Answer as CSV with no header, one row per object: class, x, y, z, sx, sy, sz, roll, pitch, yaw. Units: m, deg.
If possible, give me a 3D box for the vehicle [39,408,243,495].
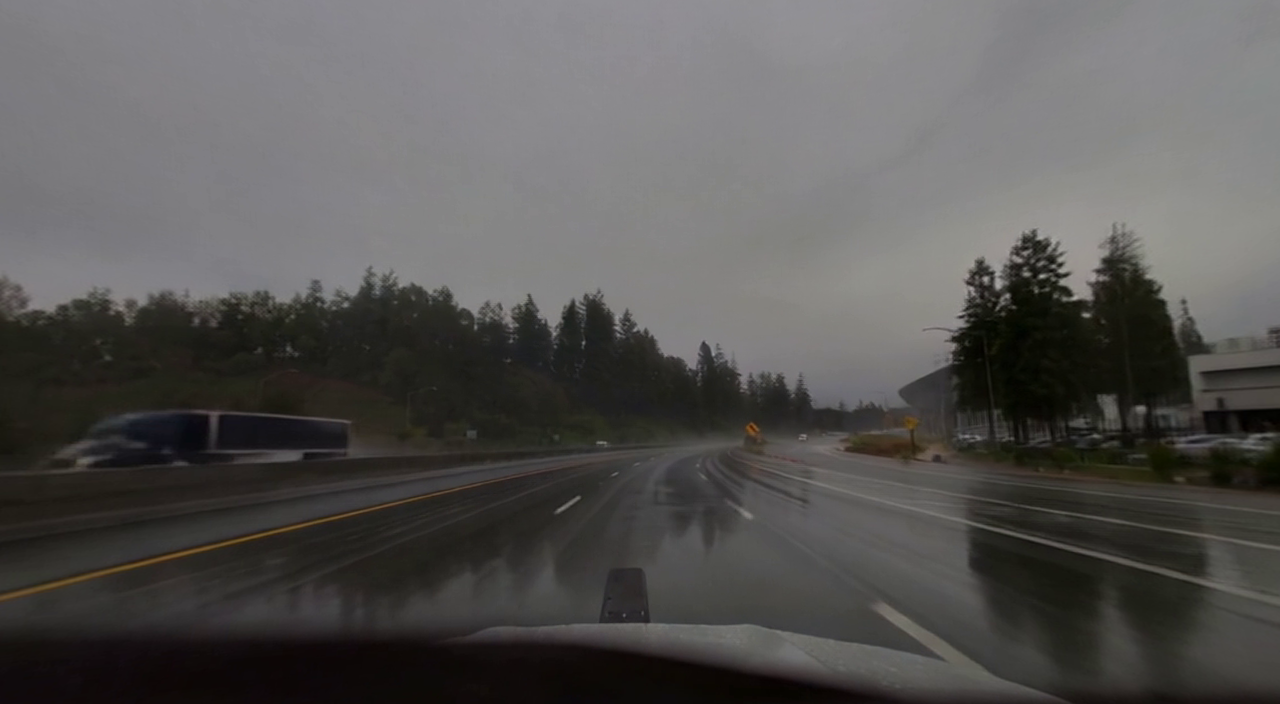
vehicle,-21.068,4.282,27.331,2.950,3.246,6.825,0,-9,2
